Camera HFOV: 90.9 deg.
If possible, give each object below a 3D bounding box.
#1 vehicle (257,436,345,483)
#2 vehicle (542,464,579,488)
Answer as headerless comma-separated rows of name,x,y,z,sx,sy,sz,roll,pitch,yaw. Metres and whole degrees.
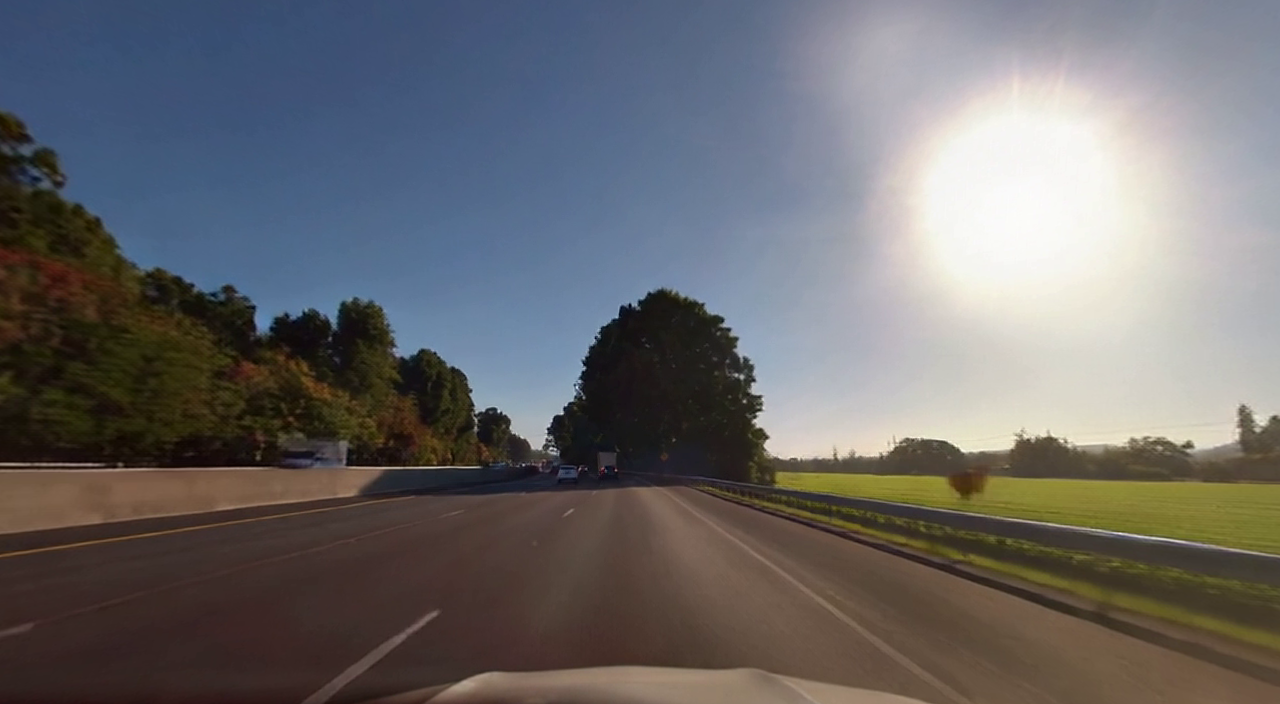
vehicle,-22.805,7.363,42.789,2.701,2.920,5.854,1,-11,-1
vehicle,-5.412,8.573,43.609,2.115,1.546,4.638,1,-11,-2
